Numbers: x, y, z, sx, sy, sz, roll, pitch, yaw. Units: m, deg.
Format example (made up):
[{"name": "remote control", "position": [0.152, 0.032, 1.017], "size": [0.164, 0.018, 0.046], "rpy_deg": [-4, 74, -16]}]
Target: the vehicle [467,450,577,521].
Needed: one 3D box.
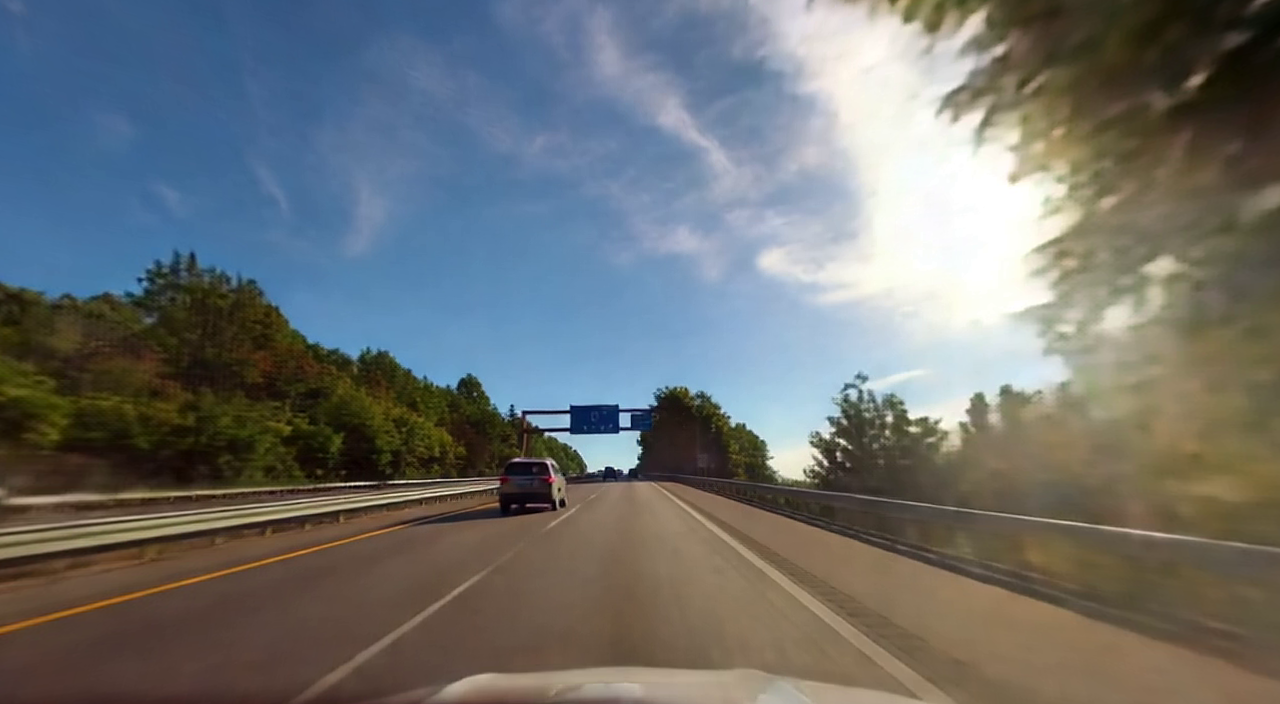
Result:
[{"name": "vehicle", "position": [-3.110, 3.699, 17.728], "size": [2.107, 1.668, 4.554], "rpy_deg": [1, -11, 1]}]
